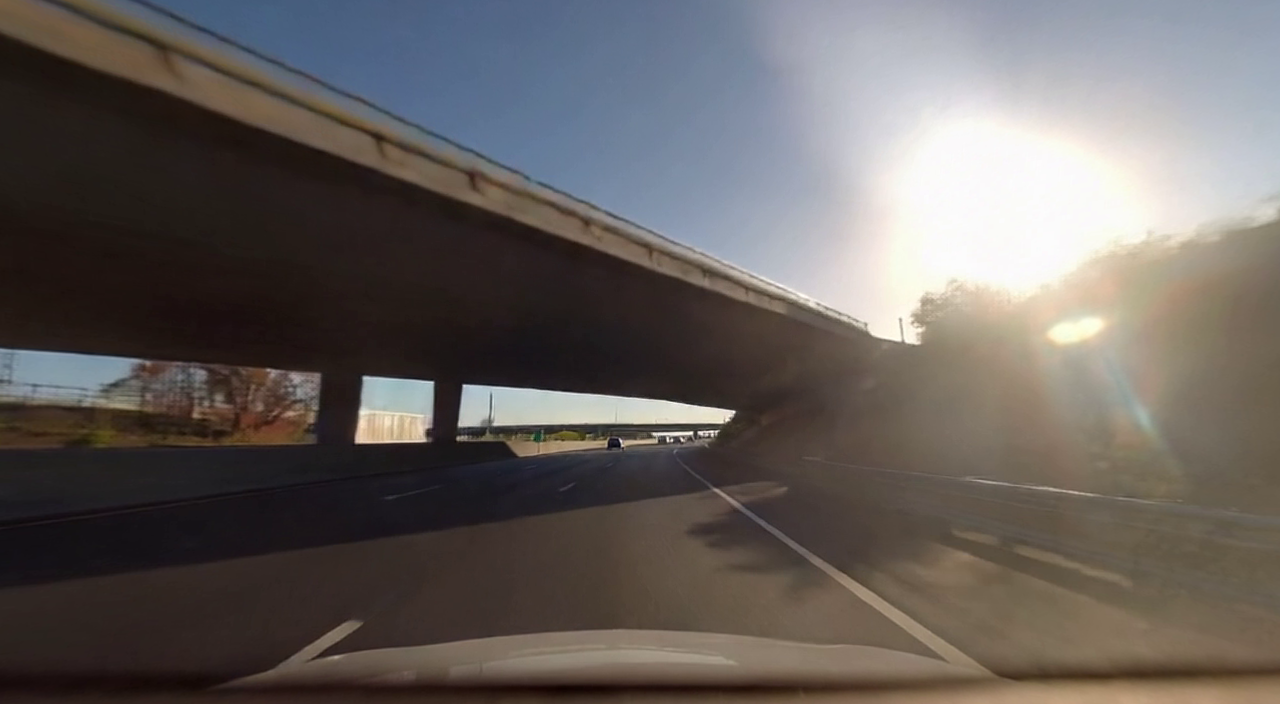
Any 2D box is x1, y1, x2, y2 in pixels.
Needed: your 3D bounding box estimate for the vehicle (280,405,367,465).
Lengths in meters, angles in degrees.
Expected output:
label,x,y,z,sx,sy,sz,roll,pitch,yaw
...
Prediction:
label,x,y,z,sx,sy,sz,roll,pitch,yaw
vehicle,-22.290,5.933,44.741,2.958,3.973,5.792,0,-8,2
